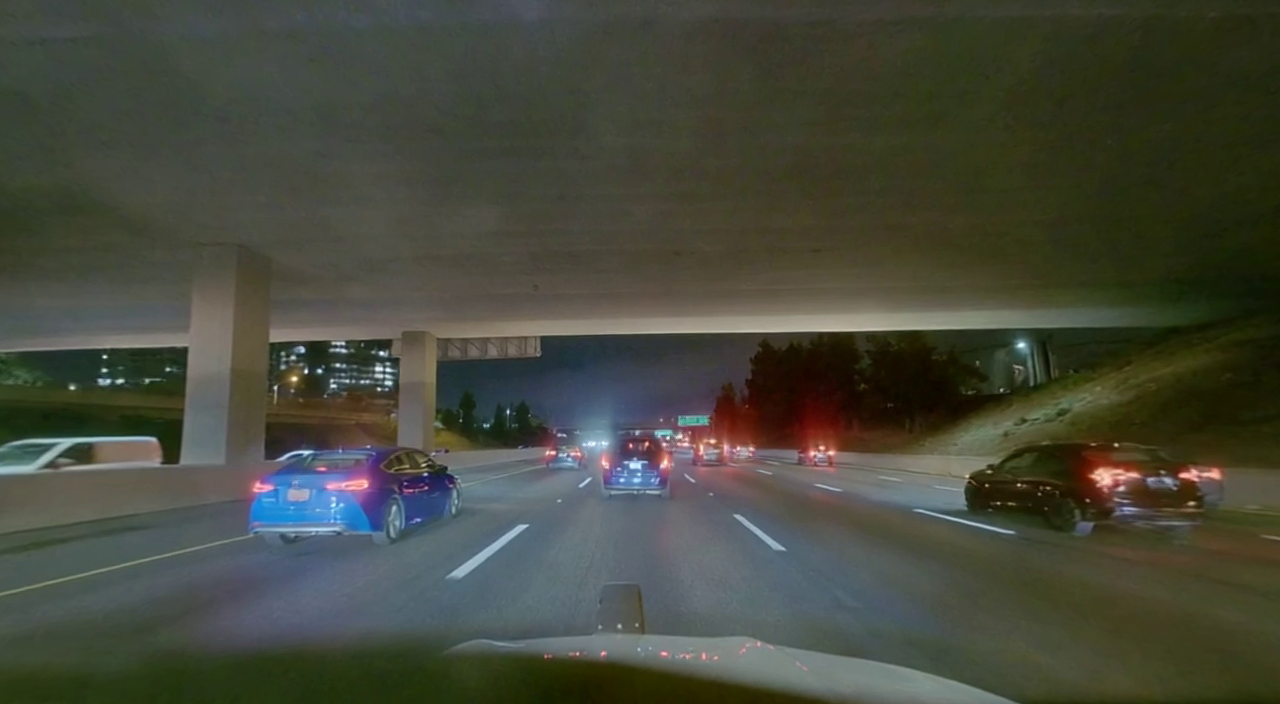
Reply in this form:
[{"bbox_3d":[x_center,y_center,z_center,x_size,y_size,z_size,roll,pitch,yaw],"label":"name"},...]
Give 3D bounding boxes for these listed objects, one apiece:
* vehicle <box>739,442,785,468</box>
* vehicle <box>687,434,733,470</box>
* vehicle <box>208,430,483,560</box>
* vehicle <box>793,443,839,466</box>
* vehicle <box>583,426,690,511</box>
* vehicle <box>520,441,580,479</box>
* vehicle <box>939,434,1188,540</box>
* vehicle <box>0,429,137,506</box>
[{"bbox_3d":[7.646,6.495,39.874,1.963,1.482,4.436,0,-9,0],"label":"vehicle"},{"bbox_3d":[3.819,5.568,35.179,2.069,1.876,4.447,0,-9,0],"label":"vehicle"},{"bbox_3d":[-3.998,2.007,9.599,1.974,1.478,4.412,0,-9,1],"label":"vehicle"},{"bbox_3d":[11.796,6.880,42.498,1.868,1.468,4.168,0,-9,0],"label":"vehicle"},{"bbox_3d":[-0.048,2.684,14.929,2.181,1.697,4.021,0,-9,0],"label":"vehicle"},{"bbox_3d":[-3.883,4.732,27.931,1.947,1.516,4.295,0,-9,1],"label":"vehicle"},{"bbox_3d":[7.144,2.273,11.180,1.880,1.526,3.641,0,-9,1],"label":"vehicle"},{"bbox_3d":[-18.206,3.315,18.388,2.230,2.019,5.743,0,-9,0],"label":"vehicle"}]
